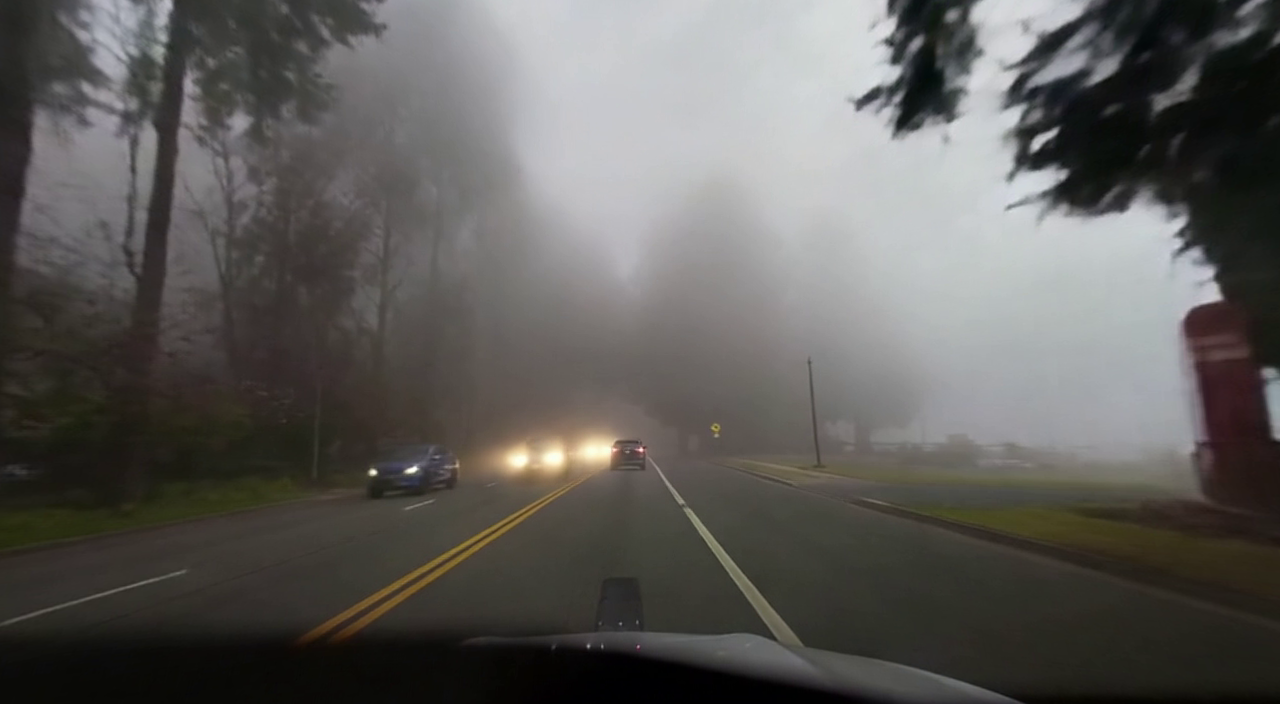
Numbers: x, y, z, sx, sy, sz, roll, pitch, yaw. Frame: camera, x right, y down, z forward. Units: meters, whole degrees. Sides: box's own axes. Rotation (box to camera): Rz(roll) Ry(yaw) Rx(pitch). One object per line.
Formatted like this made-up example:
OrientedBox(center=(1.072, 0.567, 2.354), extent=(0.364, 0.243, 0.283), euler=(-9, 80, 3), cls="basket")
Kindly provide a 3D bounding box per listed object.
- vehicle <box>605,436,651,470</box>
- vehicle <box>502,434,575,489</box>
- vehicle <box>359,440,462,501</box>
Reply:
OrientedBox(center=(-0.654, 6.150, 38.432), extent=(2.554, 1.902, 5.329), euler=(0, -9, 1), cls="vehicle")
OrientedBox(center=(-3.716, 4.101, 23.960), extent=(1.991, 1.794, 4.572), euler=(-2, -9, 0), cls="vehicle")
OrientedBox(center=(-7.744, 4.009, 21.749), extent=(1.978, 1.744, 4.301), euler=(-4, -9, -1), cls="vehicle")
